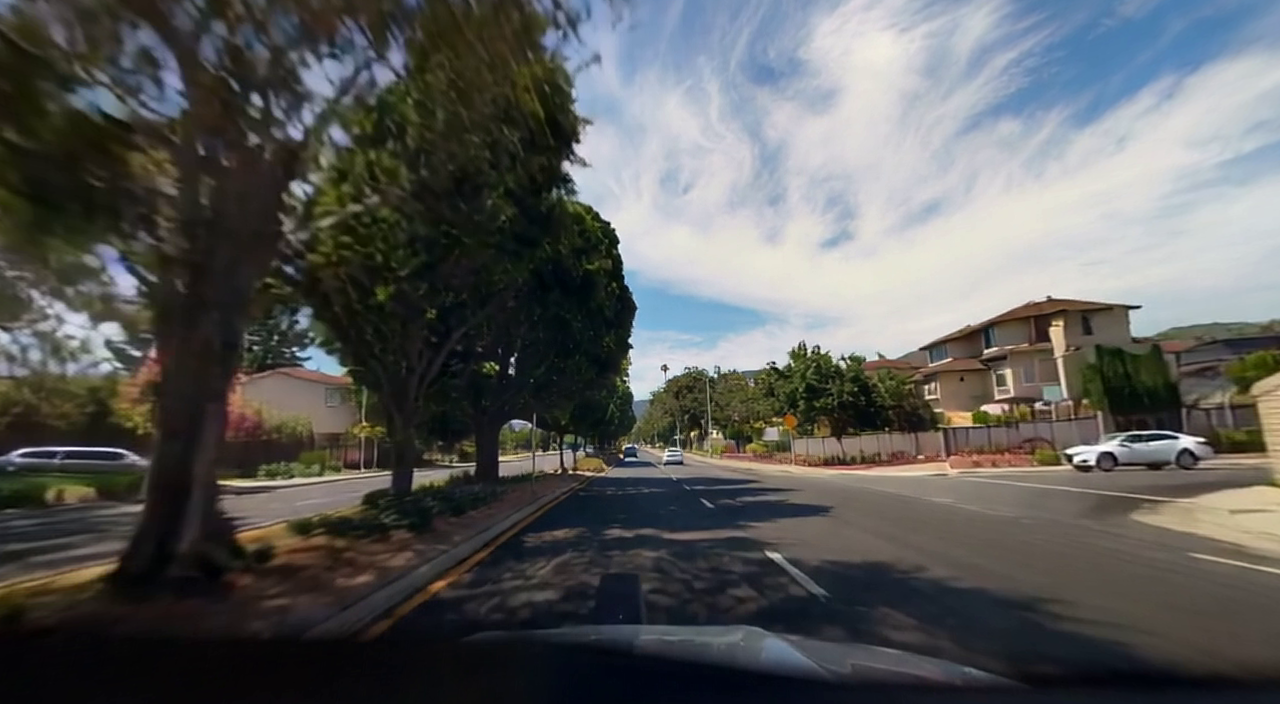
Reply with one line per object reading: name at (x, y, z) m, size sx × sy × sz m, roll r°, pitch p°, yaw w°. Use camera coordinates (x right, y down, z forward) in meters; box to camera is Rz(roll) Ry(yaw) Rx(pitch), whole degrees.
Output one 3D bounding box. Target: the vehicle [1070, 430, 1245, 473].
vehicle at (18.890, 3.655, 23.239) m, size 4.536 × 1.453 × 2.128 m, roll 0°, pitch -8°, yaw -1°
